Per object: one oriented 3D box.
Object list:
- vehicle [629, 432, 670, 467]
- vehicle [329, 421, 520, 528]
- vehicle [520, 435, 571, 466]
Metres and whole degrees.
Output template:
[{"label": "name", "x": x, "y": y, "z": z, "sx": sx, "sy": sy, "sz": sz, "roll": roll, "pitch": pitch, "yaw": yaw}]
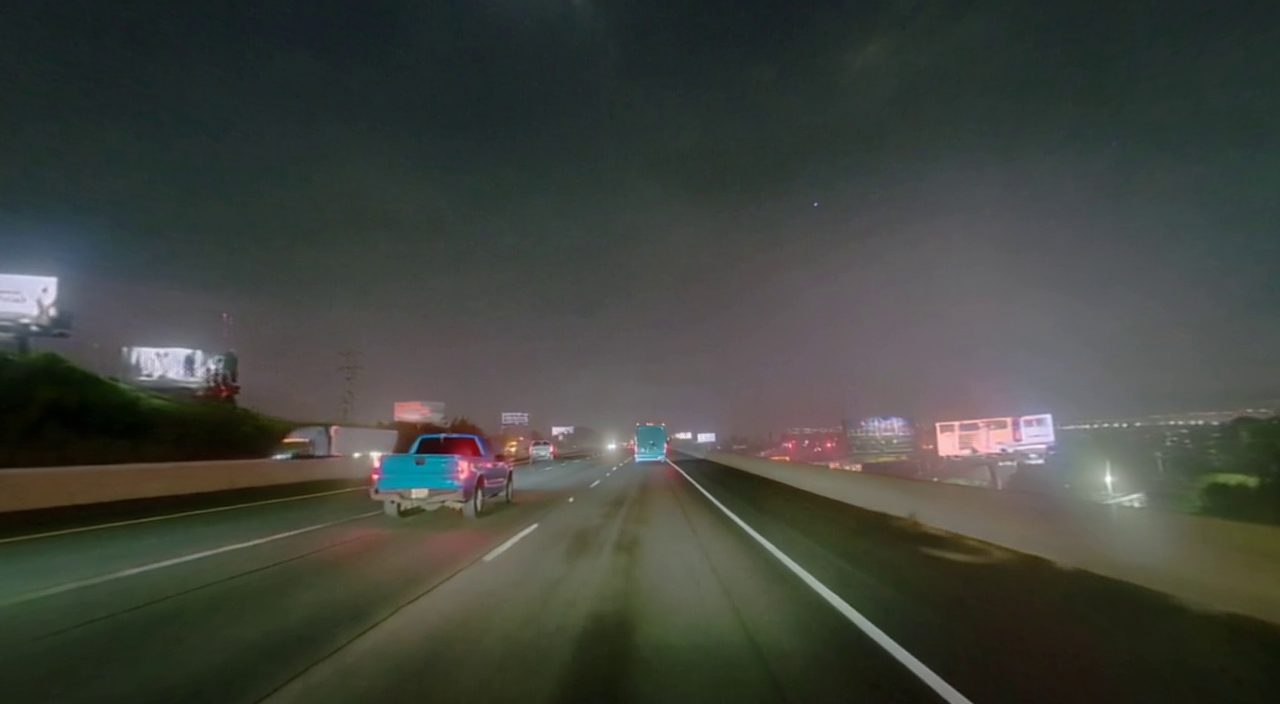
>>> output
[{"label": "vehicle", "x": 0.635, "y": 6.866, "z": 44.245, "sx": 2.692, "sy": 2.279, "sz": 5.695, "roll": 0, "pitch": -8, "yaw": 1}, {"label": "vehicle", "x": -4.006, "y": 2.368, "z": 12.748, "sx": 2.145, "sy": 1.730, "sz": 4.729, "roll": 0, "pitch": -8, "yaw": 1}, {"label": "vehicle", "x": -6.882, "y": 7.298, "z": 46.758, "sx": 2.695, "sy": 2.084, "sz": 6.836, "roll": 0, "pitch": -8, "yaw": 1}]
